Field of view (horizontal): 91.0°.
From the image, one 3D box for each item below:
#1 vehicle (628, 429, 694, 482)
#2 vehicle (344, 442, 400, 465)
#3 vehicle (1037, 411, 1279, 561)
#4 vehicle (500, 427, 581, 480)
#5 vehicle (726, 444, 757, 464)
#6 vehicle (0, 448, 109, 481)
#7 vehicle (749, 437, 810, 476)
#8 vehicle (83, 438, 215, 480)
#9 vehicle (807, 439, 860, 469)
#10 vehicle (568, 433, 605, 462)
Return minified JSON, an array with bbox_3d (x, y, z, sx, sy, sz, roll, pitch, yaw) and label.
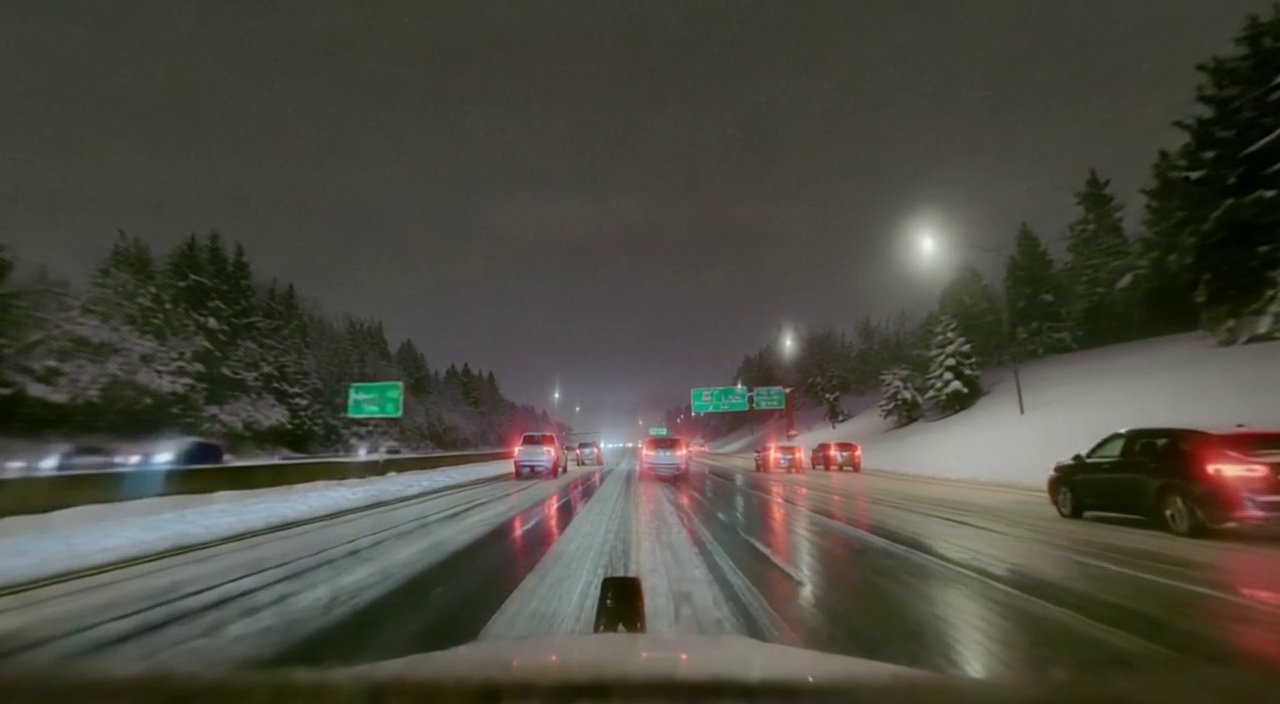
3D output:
[{"bbox_3d":[0.759,3.773,23.090,2.181,1.728,3.970,0,-9,2],"label":"vehicle"},{"bbox_3d":[-20.893,7.922,49.323,2.104,1.702,4.818,0,-9,2],"label":"vehicle"},{"bbox_3d":[7.712,1.711,8.603,1.989,1.569,3.964,0,-9,0],"label":"vehicle"},{"bbox_3d":[-3.656,3.871,24.128,2.199,1.777,4.790,0,-9,2],"label":"vehicle"},{"bbox_3d":[7.923,8.001,49.451,1.815,1.479,3.892,0,-9,0],"label":"vehicle"},{"bbox_3d":[-29.436,5.575,31.467,1.844,1.492,4.509,0,-9,0],"label":"vehicle"},{"bbox_3d":[6.584,4.983,30.176,2.022,1.682,4.226,0,-9,2],"label":"vehicle"},{"bbox_3d":[-21.345,4.658,27.681,1.998,1.691,4.552,0,-9,2],"label":"vehicle"},{"bbox_3d":[12.189,6.431,39.946,2.010,1.765,4.375,0,-9,0],"label":"vehicle"},{"bbox_3d":[-4.077,7.473,49.163,2.317,2.049,5.746,0,-9,1],"label":"vehicle"}]
